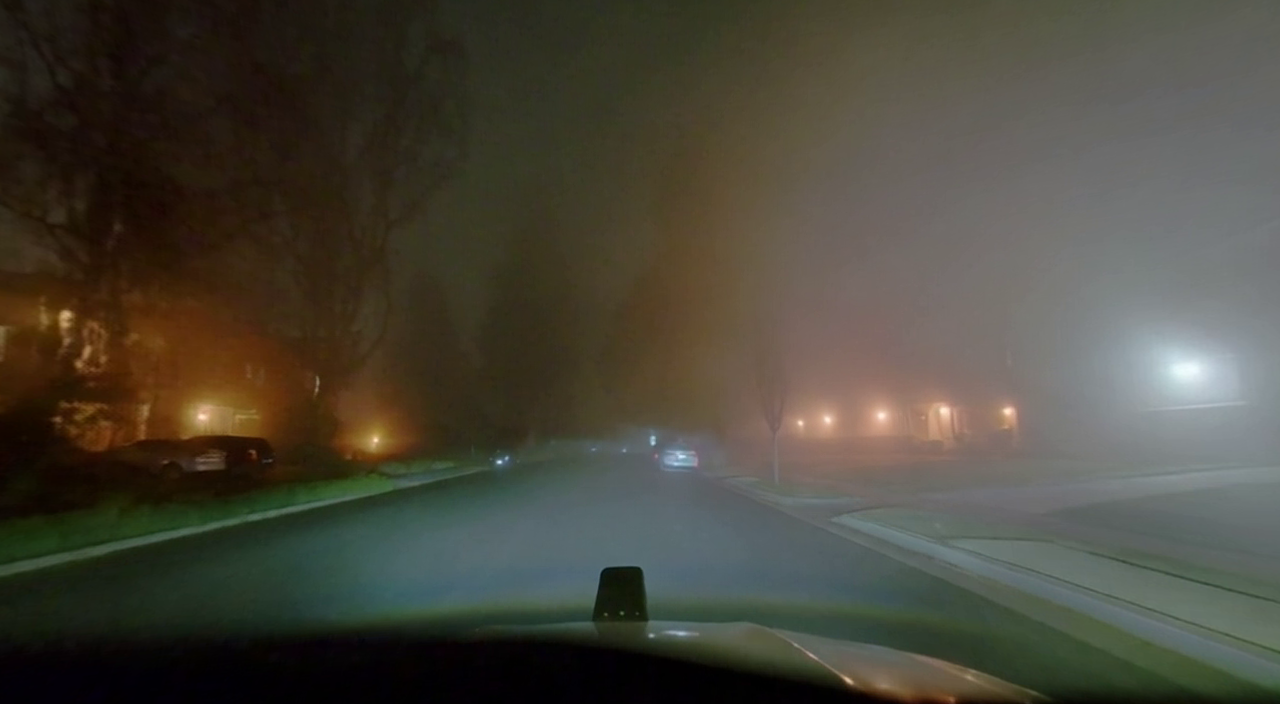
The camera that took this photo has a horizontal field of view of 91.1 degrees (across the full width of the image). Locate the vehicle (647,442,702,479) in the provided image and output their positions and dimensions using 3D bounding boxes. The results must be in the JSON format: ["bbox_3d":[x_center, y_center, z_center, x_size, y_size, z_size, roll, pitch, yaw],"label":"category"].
[{"bbox_3d":[1.402,4.674,27.381,2.088,1.429,4.796,0,-8,0],"label":"vehicle"}]

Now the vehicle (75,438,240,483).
[{"bbox_3d":[-17.052,3.821,22.335,4.344,1.483,1.928,-1,-8,4],"label":"vehicle"}]

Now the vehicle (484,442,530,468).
[{"bbox_3d":[-8.736,6.868,41.710,1.943,1.433,4.717,-6,-10,0],"label":"vehicle"}]
